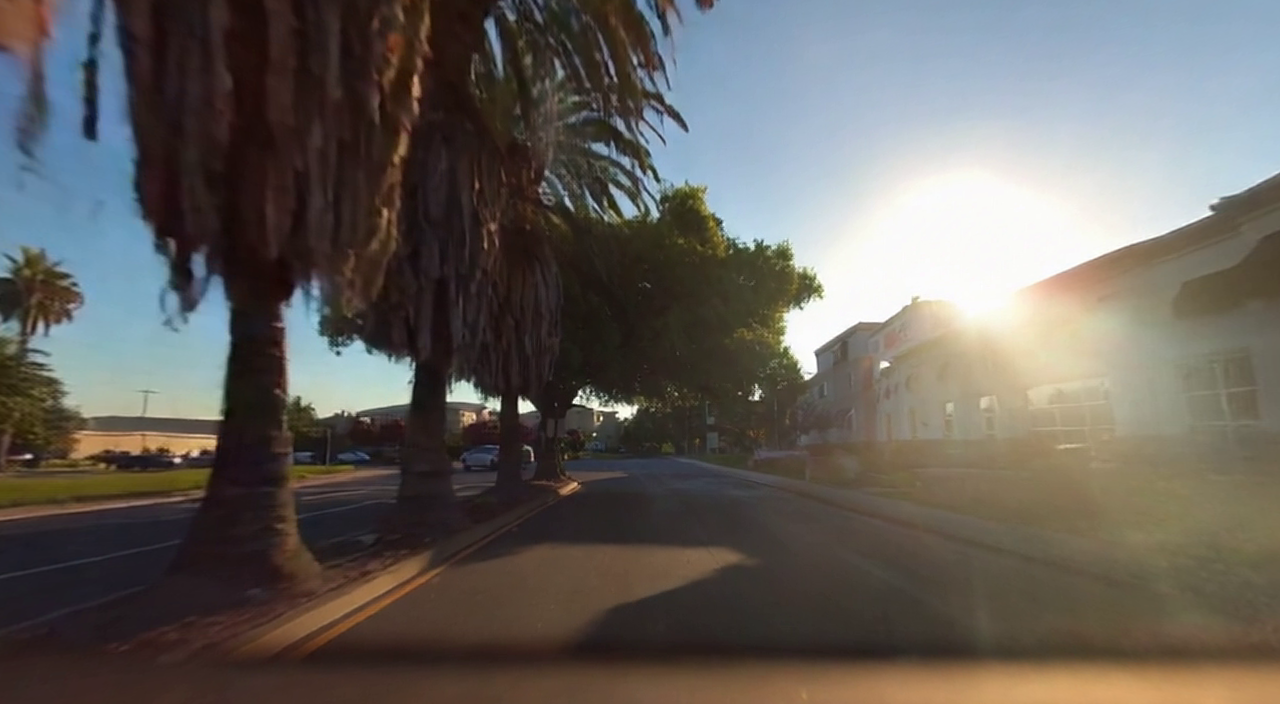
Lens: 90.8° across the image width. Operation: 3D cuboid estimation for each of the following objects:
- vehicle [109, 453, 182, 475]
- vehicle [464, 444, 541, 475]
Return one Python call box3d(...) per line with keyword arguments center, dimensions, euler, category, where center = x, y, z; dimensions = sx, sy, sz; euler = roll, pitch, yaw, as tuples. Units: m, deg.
box3d(center=(-36.776, 8.312, 47.168), dimensions=(1.919, 1.502, 4.695), euler=(1, -9, -4), category="vehicle")
box3d(center=(-8.799, 6.839, 40.350), dimensions=(4.651, 1.863, 2.174), euler=(-6, -11, 34), category="vehicle")
